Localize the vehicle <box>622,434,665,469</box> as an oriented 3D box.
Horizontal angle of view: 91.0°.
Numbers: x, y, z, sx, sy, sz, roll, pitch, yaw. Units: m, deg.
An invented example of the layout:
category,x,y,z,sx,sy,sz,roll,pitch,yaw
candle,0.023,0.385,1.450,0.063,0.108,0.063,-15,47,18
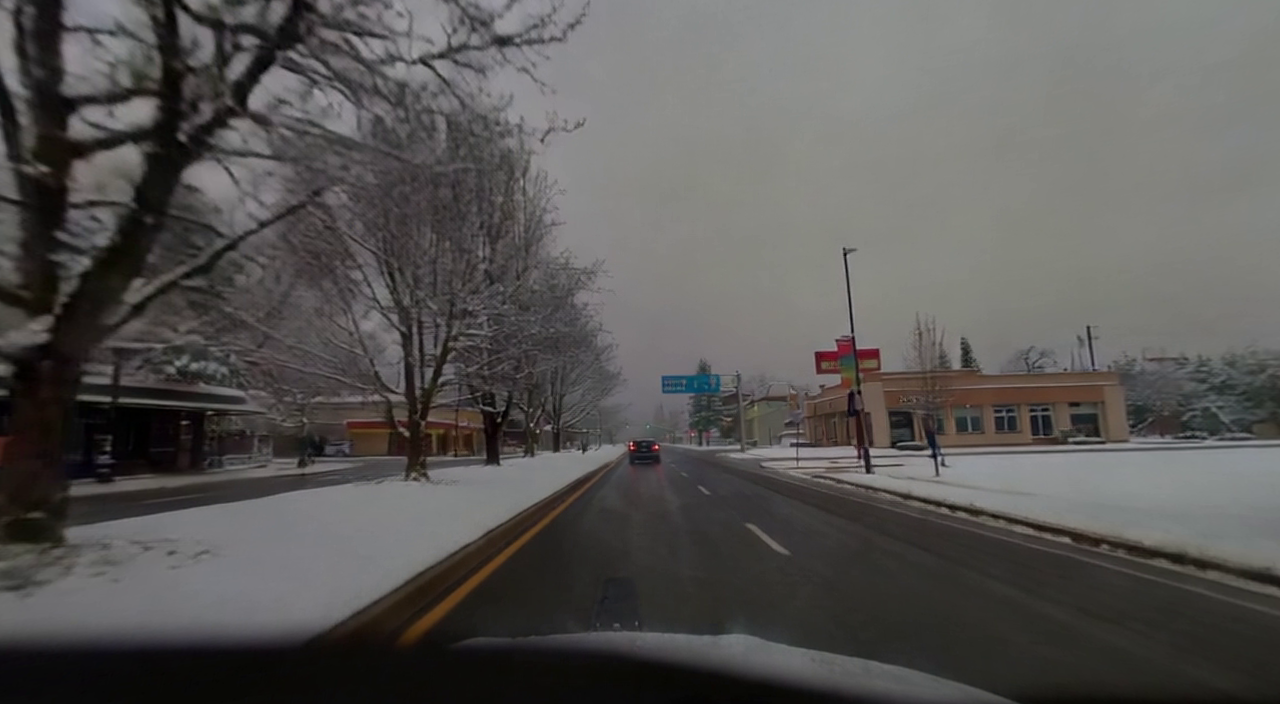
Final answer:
category,x,y,z,sx,sy,sz,roll,pitch,yaw
vehicle,0.262,5.579,35.492,2.235,1.719,4.292,2,-8,2
